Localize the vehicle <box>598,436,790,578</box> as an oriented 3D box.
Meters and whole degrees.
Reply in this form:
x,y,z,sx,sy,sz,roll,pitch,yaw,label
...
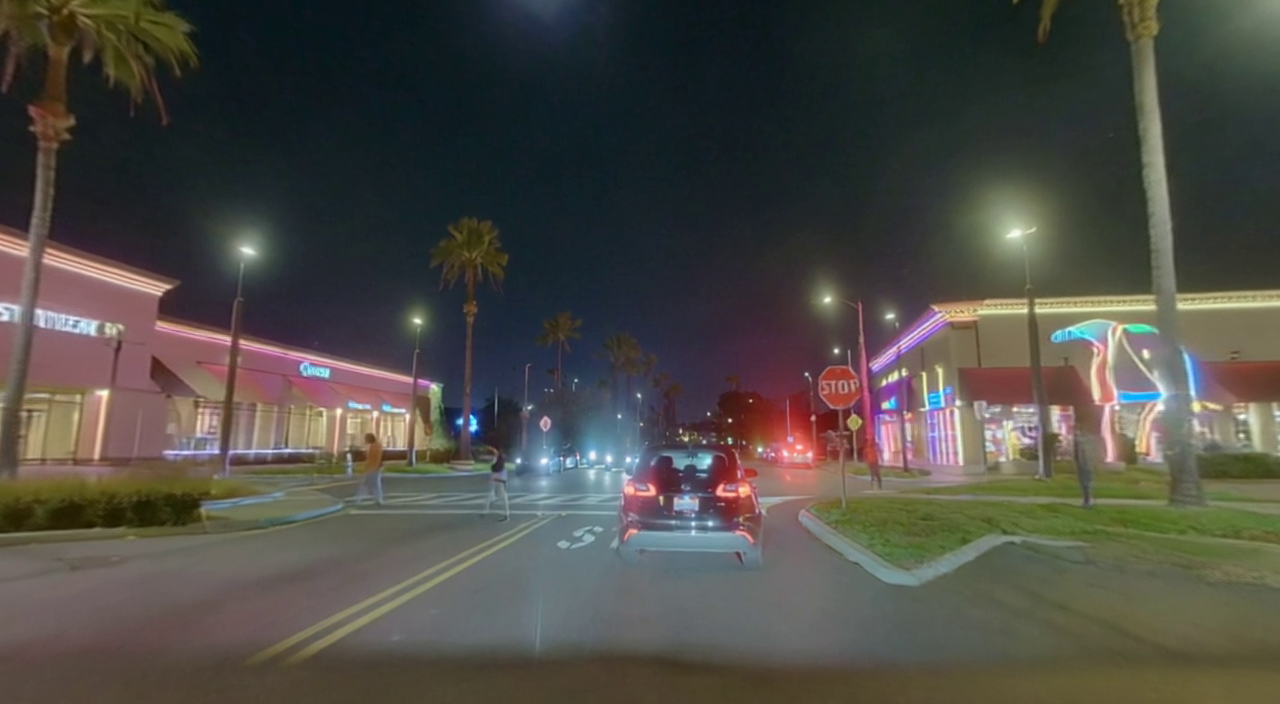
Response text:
x,y,z,sx,sy,sz,roll,pitch,yaw,label
0.749,1.943,8.769,2.031,1.479,3.969,-1,-9,5,vehicle

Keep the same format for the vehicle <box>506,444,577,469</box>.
x,y,z,sx,sy,sz,roll,pitch,yaw,label
-6.894,7.303,44.290,4.529,1.682,1.895,6,-11,-36,vehicle

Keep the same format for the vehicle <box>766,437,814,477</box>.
x,y,z,sx,sy,sz,roll,pitch,yaw,label
9.395,6.541,39.608,2.467,2.369,1.577,6,-10,-34,vehicle
